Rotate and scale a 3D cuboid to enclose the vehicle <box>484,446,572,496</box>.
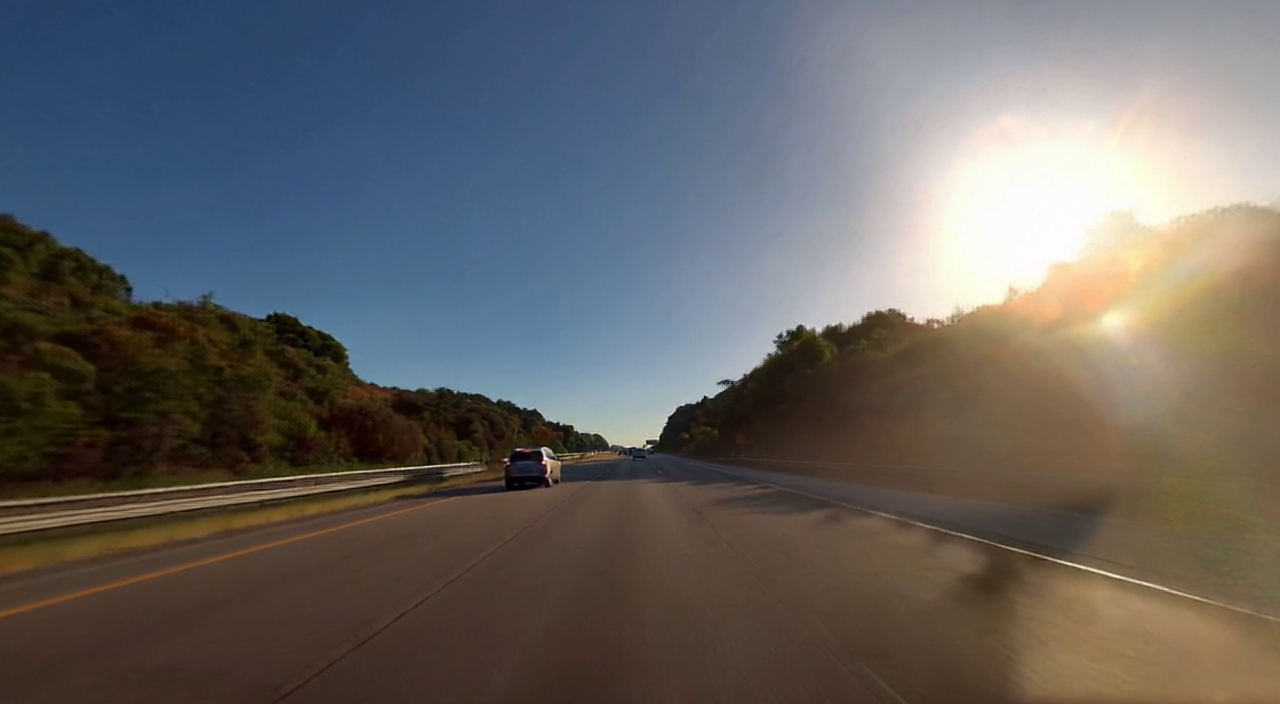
[{"bbox_3d":[-3.589,3.926,21.163,2.054,1.475,4.708,0,-9,0],"label":"vehicle"}]
